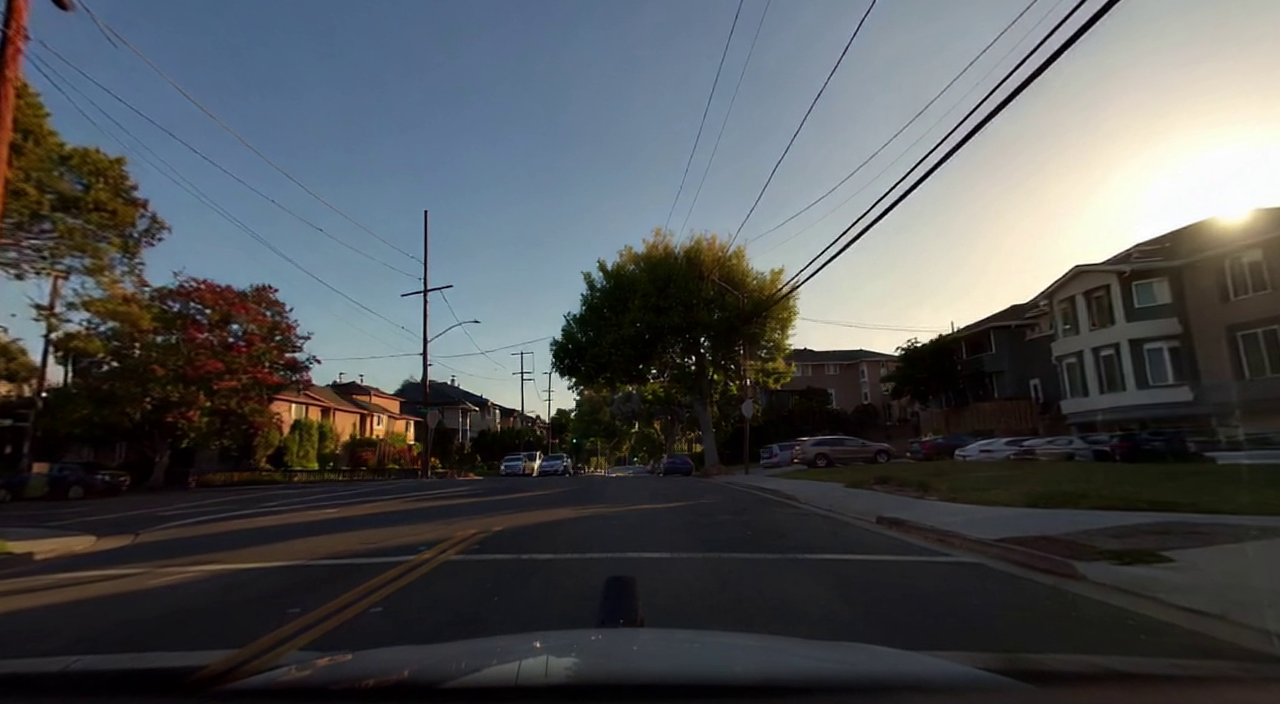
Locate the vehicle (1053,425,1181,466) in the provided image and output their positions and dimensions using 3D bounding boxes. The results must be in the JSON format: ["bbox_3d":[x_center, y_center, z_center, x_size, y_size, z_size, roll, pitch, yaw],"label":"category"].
[{"bbox_3d":[21.978,4.300,29.355,4.320,1.673,1.957,-2,-5,24],"label":"vehicle"}]

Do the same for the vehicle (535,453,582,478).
[{"bbox_3d":[-5.285,7.414,41.560,2.179,1.494,4.523,-1,-8,4],"label":"vehicle"}]

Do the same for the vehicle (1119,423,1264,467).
[{"bbox_3d":[22.331,3.812,25.710,4.002,1.505,2.061,-2,-10,-5],"label":"vehicle"}]

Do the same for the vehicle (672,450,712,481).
[{"bbox_3d":[3.160,7.031,39.418,1.993,1.755,4.256,0,-8,-2],"label":"vehicle"}]

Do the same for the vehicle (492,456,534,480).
[{"bbox_3d":[-8.670,7.945,43.528,2.066,1.472,4.353,0,-8,-1],"label":"vehicle"}]

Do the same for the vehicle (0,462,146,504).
[{"bbox_3d":[-22.322,5.070,24.655,4.424,1.486,1.814,0,-8,-2],"label":"vehicle"}]

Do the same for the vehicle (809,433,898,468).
[{"bbox_3d":[11.133,5.107,32.842,4.509,1.664,1.981,6,-10,-34],"label":"vehicle"}]
